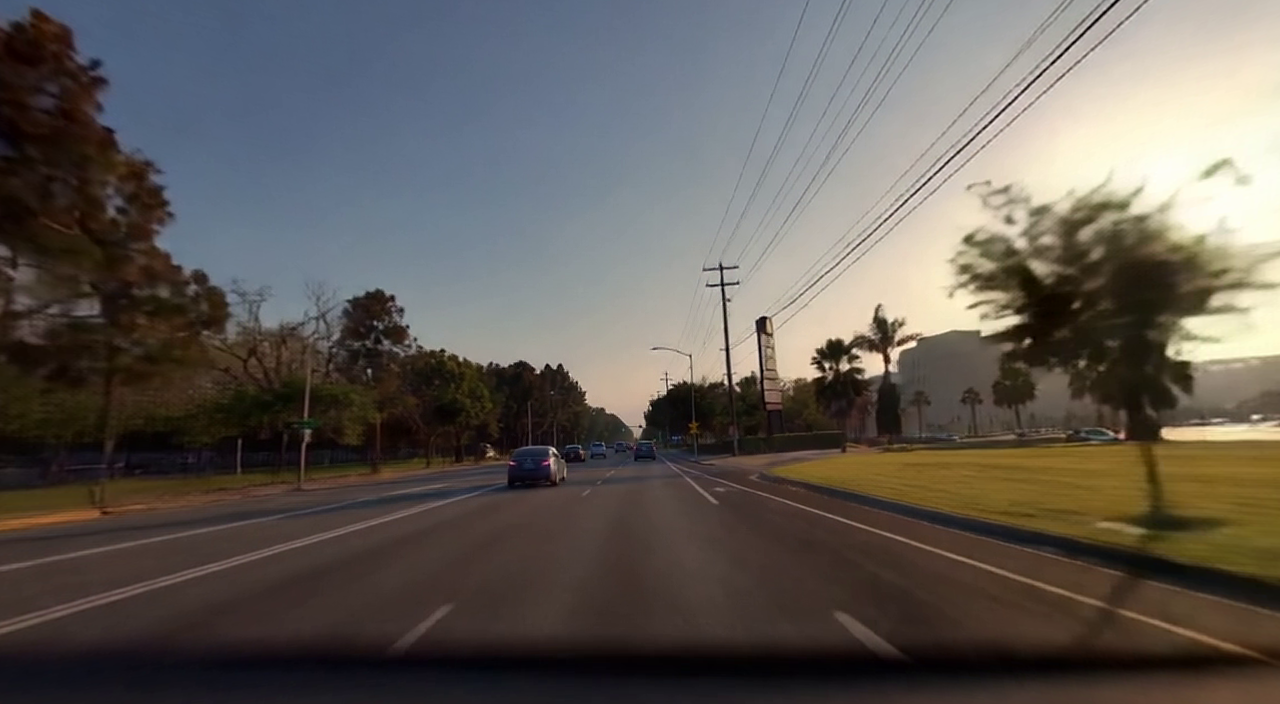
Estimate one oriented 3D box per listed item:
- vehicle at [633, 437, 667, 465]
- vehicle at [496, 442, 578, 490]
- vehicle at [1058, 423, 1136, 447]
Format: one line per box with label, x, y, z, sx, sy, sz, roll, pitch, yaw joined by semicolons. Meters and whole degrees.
vehicle;0.666;6.760;42.875;2.155;1.781;3.977;-1;-9;0
vehicle;-3.395;3.828;21.534;1.982;1.451;4.152;-1;-9;2
vehicle;32.189;5.941;44.606;1.806;1.552;4.740;0;-9;-2
